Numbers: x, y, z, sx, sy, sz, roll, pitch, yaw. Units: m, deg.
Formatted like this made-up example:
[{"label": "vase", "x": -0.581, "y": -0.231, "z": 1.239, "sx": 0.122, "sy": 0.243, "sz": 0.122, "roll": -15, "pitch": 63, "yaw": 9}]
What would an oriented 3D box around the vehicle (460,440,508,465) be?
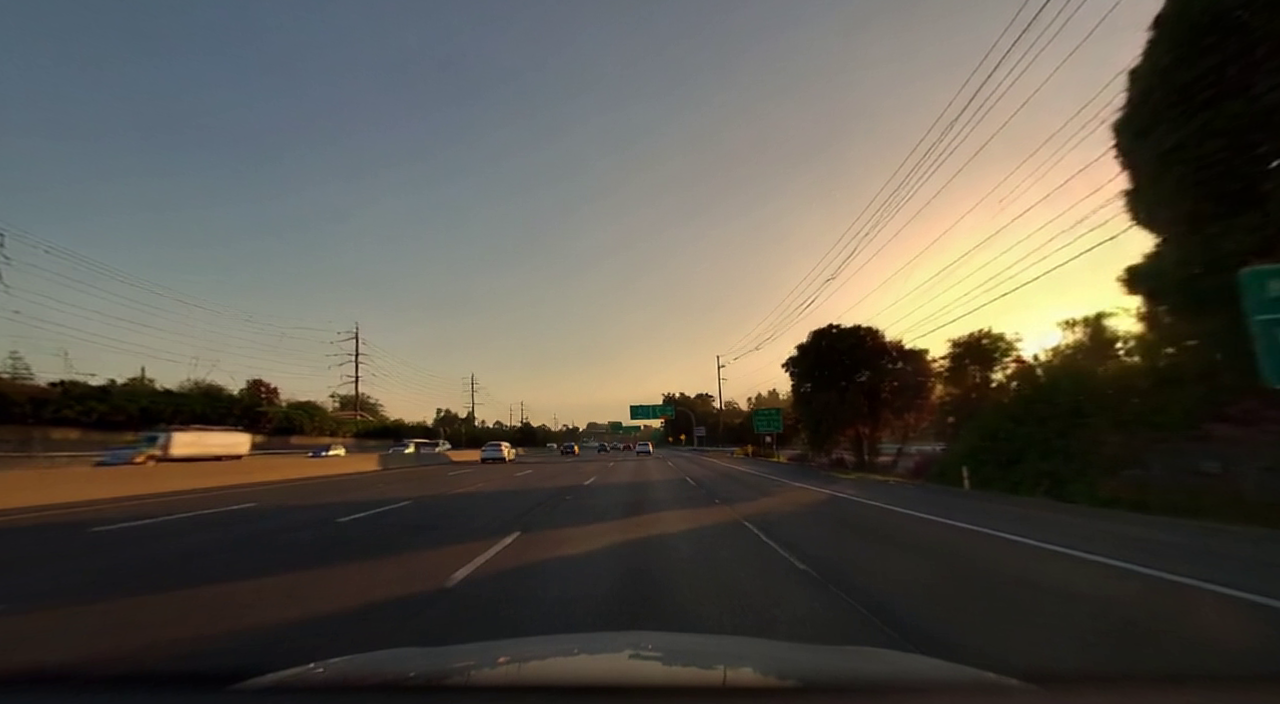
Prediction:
[{"label": "vehicle", "x": -10.150, "y": 6.563, "z": 41.367, "sx": 1.947, "sy": 1.528, "sz": 4.355, "roll": 0, "pitch": -8, "yaw": 1}]
